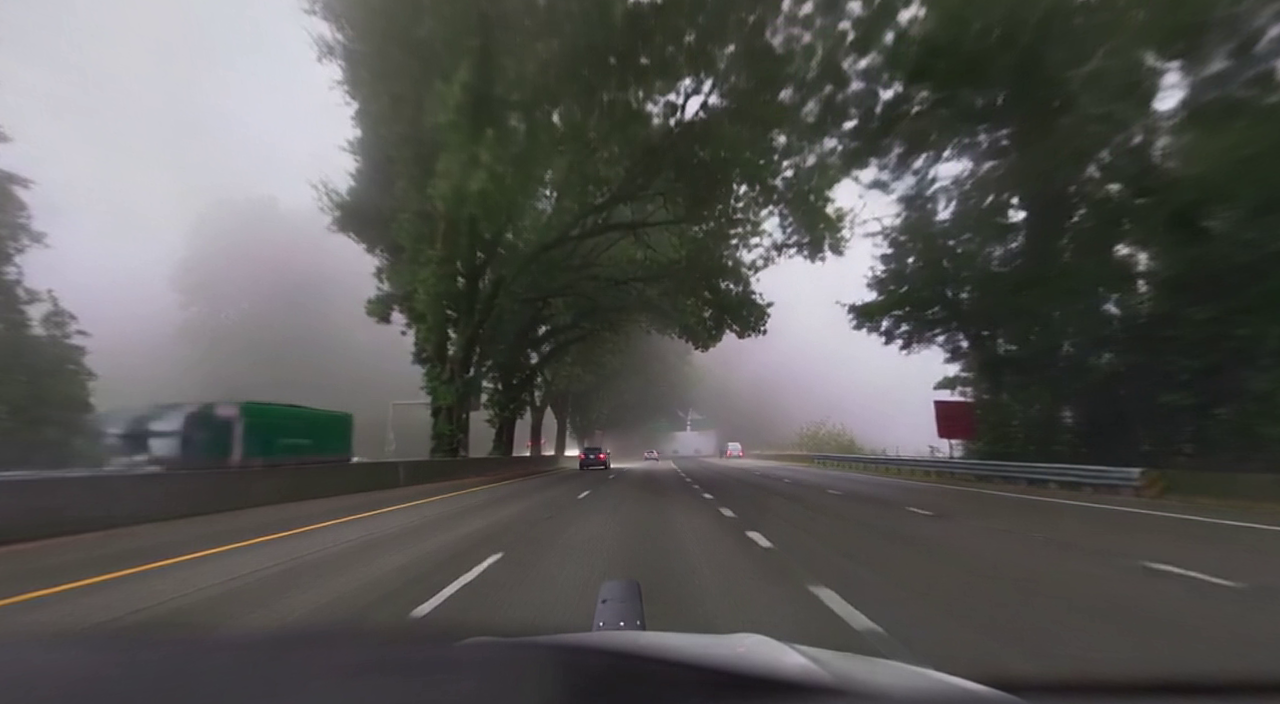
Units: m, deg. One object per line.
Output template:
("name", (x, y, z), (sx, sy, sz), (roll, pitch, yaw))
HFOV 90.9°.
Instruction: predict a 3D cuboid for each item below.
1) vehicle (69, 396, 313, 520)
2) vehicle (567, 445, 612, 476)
("vehicle", (-14.123, 3.442, 20.838), (2.450, 3.334, 7.290), (0, -9, 1))
("vehicle", (-2.820, 6.164, 36.077), (2.086, 1.650, 4.122), (-1, -9, 2))
